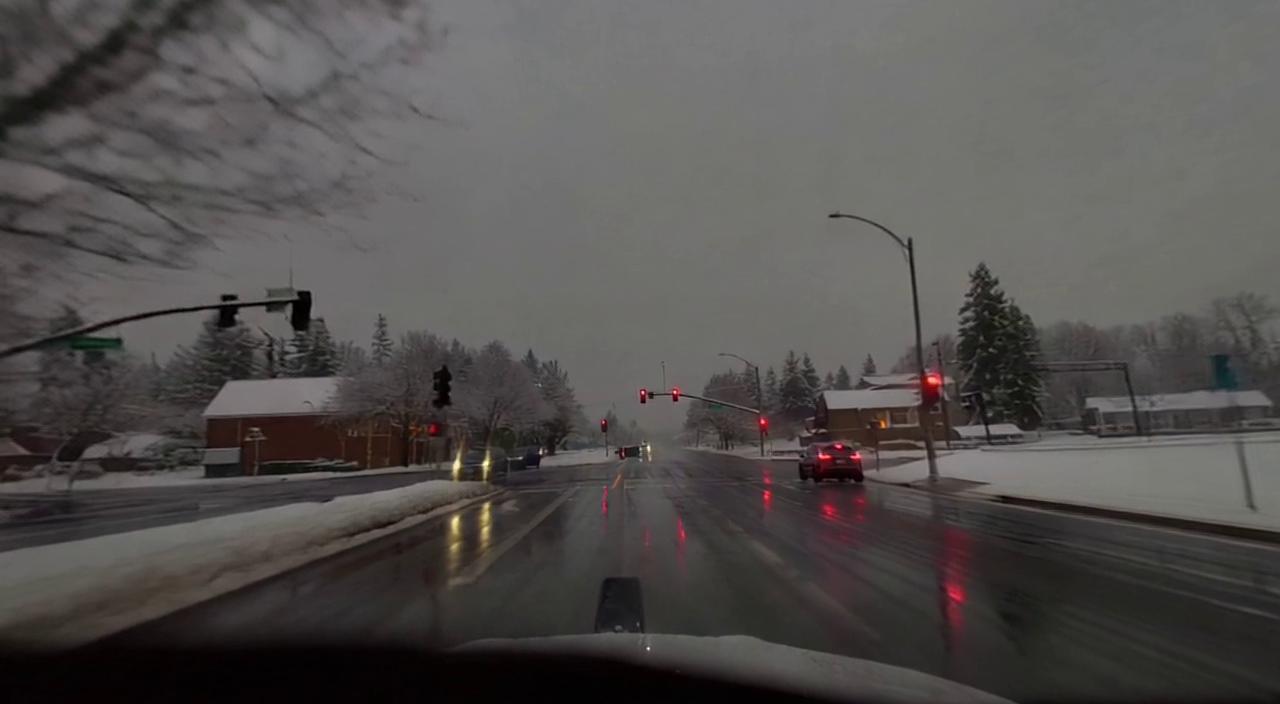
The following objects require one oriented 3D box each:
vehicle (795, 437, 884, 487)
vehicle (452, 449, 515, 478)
[{"bbox_3d":[7.352,4.086,23.768,2.011,1.710,4.357,0,-9,2],"label":"vehicle"},{"bbox_3d":[-9.420,6.609,37.831,2.065,1.477,4.519,3,-9,-37],"label":"vehicle"}]
